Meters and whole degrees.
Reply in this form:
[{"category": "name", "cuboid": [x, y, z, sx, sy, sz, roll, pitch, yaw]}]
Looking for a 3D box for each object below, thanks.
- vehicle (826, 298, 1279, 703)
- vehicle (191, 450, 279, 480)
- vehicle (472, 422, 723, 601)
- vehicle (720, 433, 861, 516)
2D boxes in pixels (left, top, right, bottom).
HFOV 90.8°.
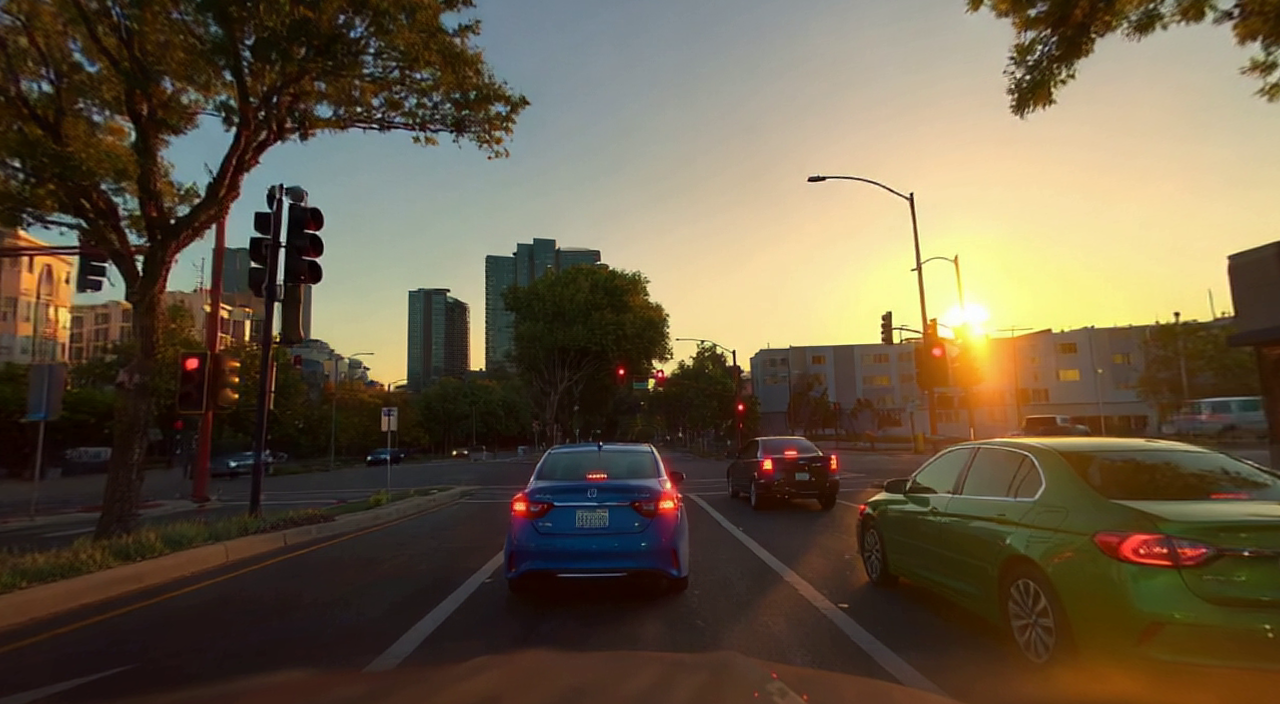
[{"category": "vehicle", "cuboid": [3.571, 1.105, 5.053, 2.572, 1.945, 5.065, 0, -8, 0]}, {"category": "vehicle", "cuboid": [-22.003, 6.117, 34.525, 1.863, 1.496, 4.389, 0, -8, 0]}, {"category": "vehicle", "cuboid": [-0.383, 1.653, 7.403, 2.143, 1.520, 3.848, 0, -8, -1]}, {"category": "vehicle", "cuboid": [3.145, 2.665, 14.308, 2.026, 1.549, 4.559, 0, -8, -1]}]
